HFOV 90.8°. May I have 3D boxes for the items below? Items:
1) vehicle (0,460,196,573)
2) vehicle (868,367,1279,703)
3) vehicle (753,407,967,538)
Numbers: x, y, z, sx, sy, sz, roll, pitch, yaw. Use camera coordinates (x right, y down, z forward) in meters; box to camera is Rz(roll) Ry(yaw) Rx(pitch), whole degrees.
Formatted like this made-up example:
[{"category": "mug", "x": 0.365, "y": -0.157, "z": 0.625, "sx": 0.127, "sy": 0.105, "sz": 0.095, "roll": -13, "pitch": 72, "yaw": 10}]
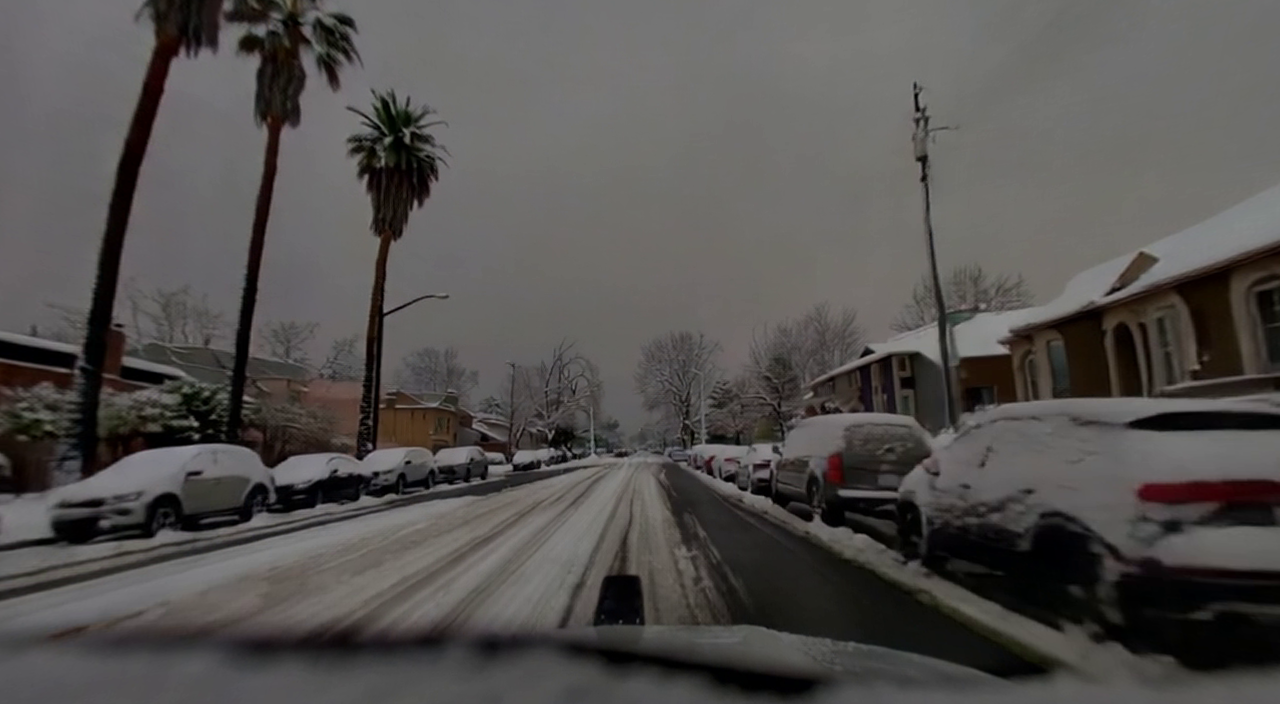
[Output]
[{"category": "vehicle", "x": -9.238, "y": 2.409, "z": 9.477, "sx": 3.807, "sy": 1.465, "sz": 1.821, "roll": 3, "pitch": -9, "yaw": -22}, {"category": "vehicle", "x": 3.591, "y": 1.206, "z": 5.142, "sx": 1.899, "sy": 1.669, "sz": 4.259, "roll": 0, "pitch": -8, "yaw": 1}, {"category": "vehicle", "x": 3.734, "y": 2.155, "z": 11.923, "sx": 2.121, "sy": 1.929, "sz": 4.763, "roll": 0, "pitch": -8, "yaw": -3}]
